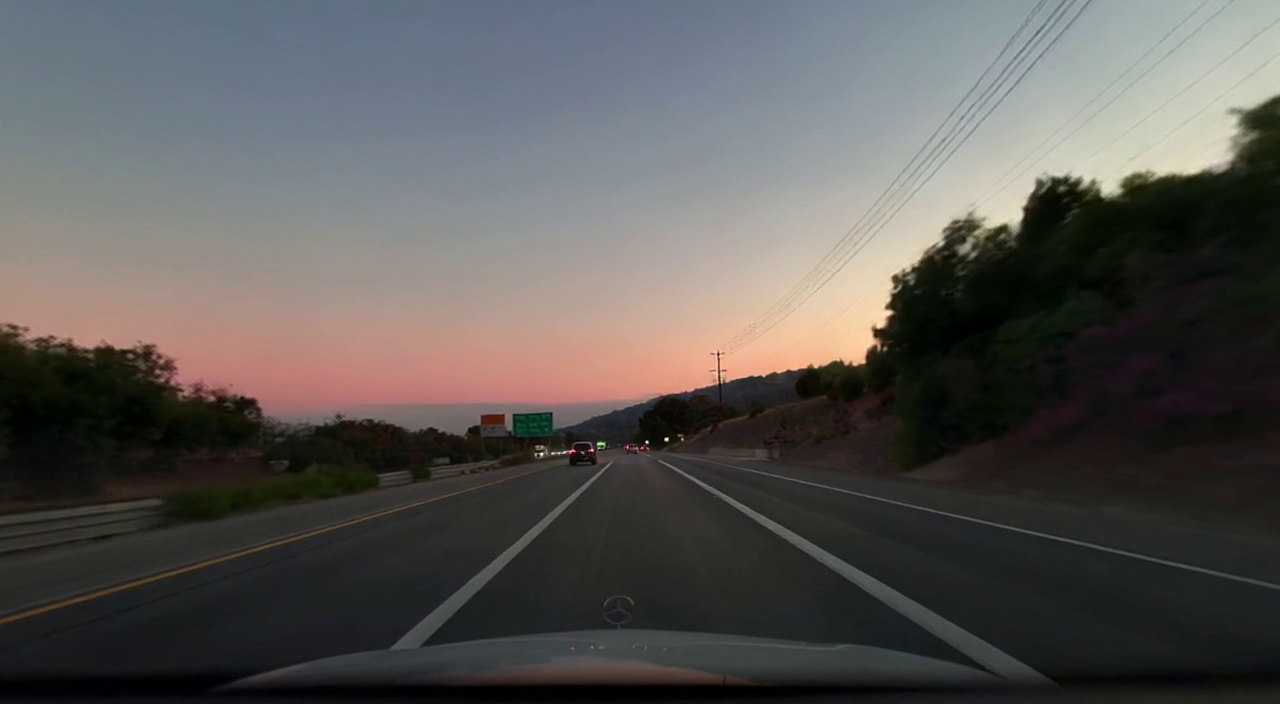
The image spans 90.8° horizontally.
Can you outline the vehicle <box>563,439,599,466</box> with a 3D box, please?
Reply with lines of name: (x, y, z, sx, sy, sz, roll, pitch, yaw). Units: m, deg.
vehicle: (-4.197, 7.215, 45.594, 2.130, 1.823, 4.761, 0, -8, 1)
